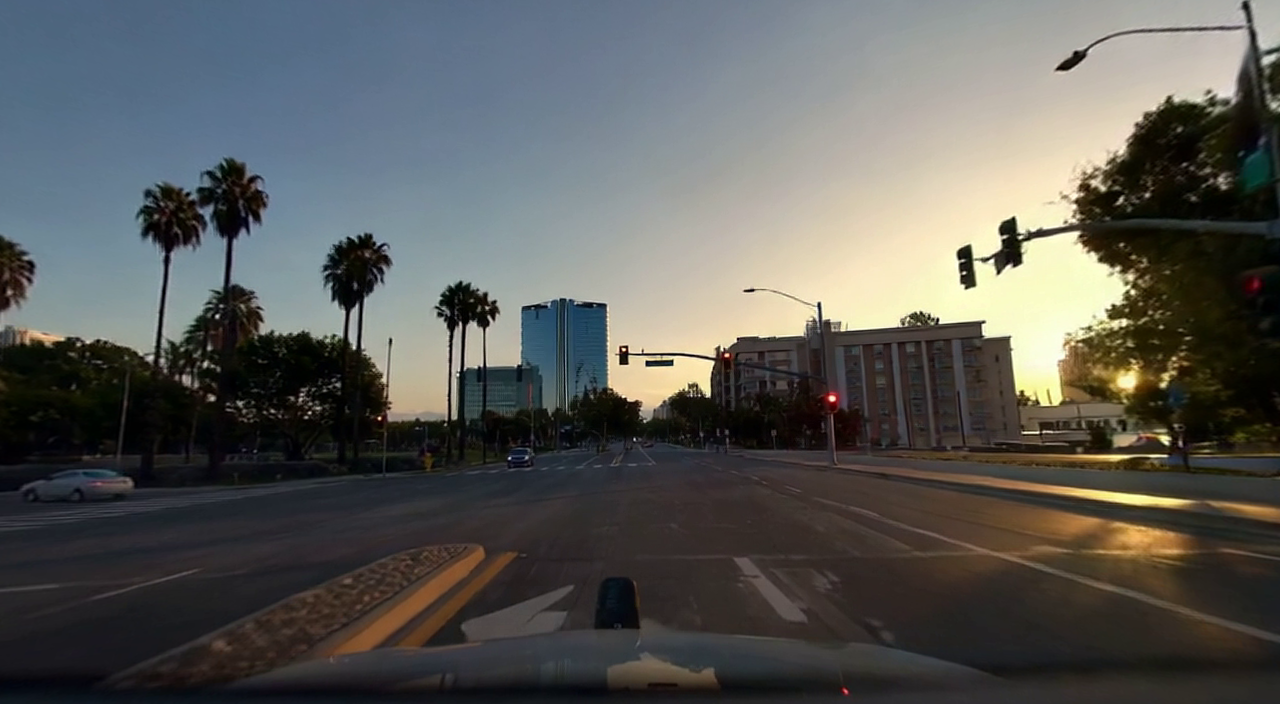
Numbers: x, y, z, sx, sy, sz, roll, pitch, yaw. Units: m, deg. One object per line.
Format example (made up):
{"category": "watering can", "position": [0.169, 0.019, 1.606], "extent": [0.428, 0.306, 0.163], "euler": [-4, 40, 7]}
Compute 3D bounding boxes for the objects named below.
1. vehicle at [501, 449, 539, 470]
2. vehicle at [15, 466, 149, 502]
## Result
{"category": "vehicle", "position": [-9.209, 8.283, 48.748], "extent": [2.149, 1.477, 4.186], "euler": [0, -9, 0]}
{"category": "vehicle", "position": [-25.146, 5.933, 28.555], "extent": [4.386, 1.481, 2.037], "euler": [-1, -9, 8]}
